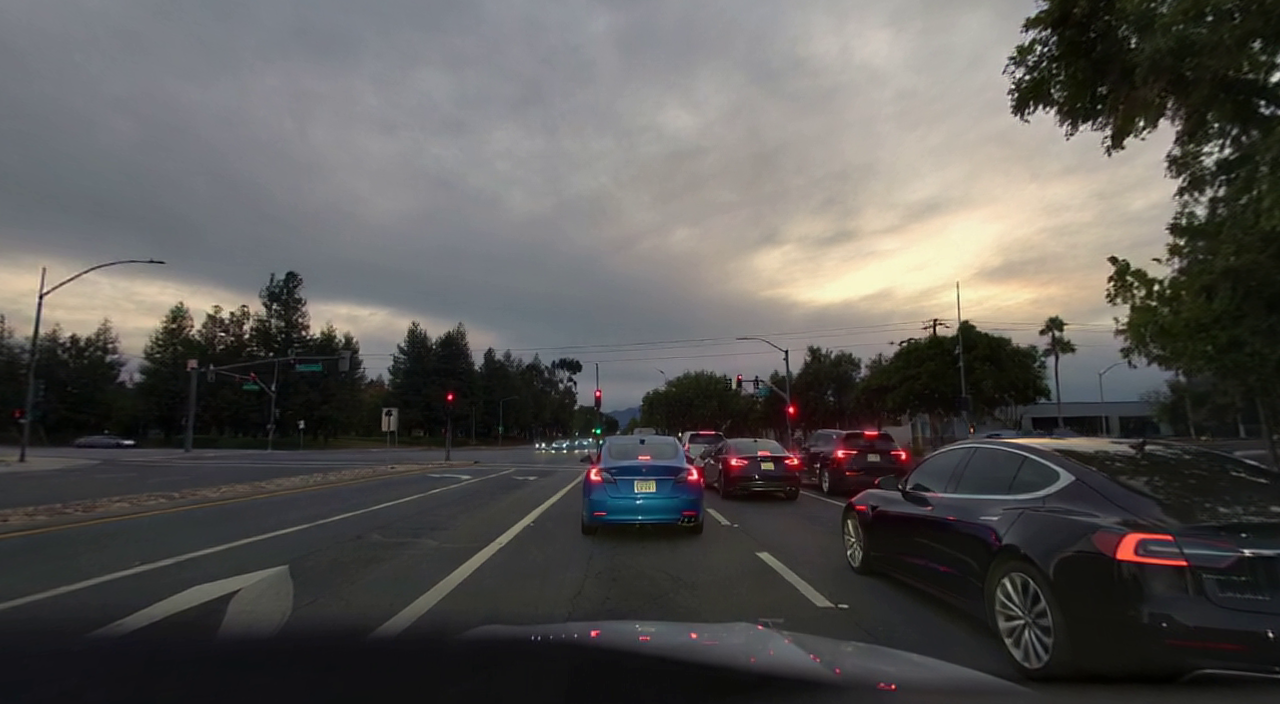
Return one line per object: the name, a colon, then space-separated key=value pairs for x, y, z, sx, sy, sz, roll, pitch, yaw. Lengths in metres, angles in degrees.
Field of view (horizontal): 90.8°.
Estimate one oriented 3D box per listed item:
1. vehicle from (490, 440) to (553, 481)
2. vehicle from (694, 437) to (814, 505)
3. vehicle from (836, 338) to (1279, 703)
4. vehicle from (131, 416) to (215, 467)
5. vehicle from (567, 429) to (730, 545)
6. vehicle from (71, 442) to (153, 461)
vehicle: x=-4.636 y=4.283 z=25.273 sx=1.972 sy=1.457 sz=4.171 roll=0 pitch=-8 yaw=-4
vehicle: x=2.697 y=2.931 z=16.048 sx=2.058 sy=1.466 sz=4.208 roll=0 pitch=-8 yaw=-3
vehicle: x=3.188 y=1.108 z=4.307 sx=2.167 sy=1.676 sz=4.443 roll=0 pitch=-8 yaw=-1
vehicle: x=-29.264 y=5.611 z=39.713 sx=2.608 sy=2.990 sz=3.026 roll=2 pitch=-8 yaw=3
vehicle: x=0.029 y=2.086 z=10.492 sx=2.147 sy=1.499 sz=4.240 roll=0 pitch=-8 yaw=-2
vehicle: x=-40.313 y=7.573 z=48.305 sx=4.418 sy=1.415 sz=1.941 roll=0 pitch=-8 yaw=-2
